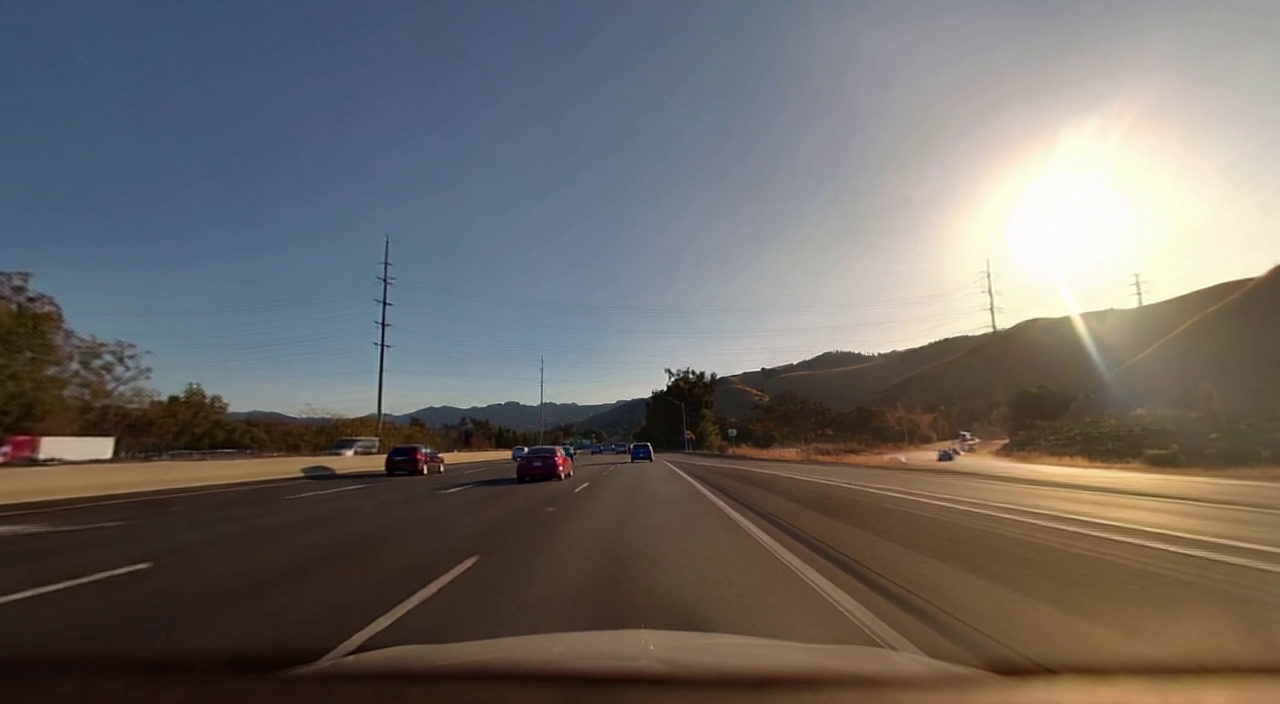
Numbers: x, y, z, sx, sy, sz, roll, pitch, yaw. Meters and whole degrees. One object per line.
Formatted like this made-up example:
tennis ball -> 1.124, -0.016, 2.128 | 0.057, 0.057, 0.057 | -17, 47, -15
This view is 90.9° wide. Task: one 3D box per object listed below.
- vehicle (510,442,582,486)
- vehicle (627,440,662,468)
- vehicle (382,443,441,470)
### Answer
vehicle -> -3.457, 4.215, 24.127 | 1.967, 1.517, 4.808 | 0, -9, 1
vehicle -> 0.294, 6.760, 42.104 | 2.194, 1.737, 4.127 | 0, -8, 0
vehicle -> -14.332, 6.588, 39.883 | 2.047, 1.608, 4.257 | 0, -8, 1
